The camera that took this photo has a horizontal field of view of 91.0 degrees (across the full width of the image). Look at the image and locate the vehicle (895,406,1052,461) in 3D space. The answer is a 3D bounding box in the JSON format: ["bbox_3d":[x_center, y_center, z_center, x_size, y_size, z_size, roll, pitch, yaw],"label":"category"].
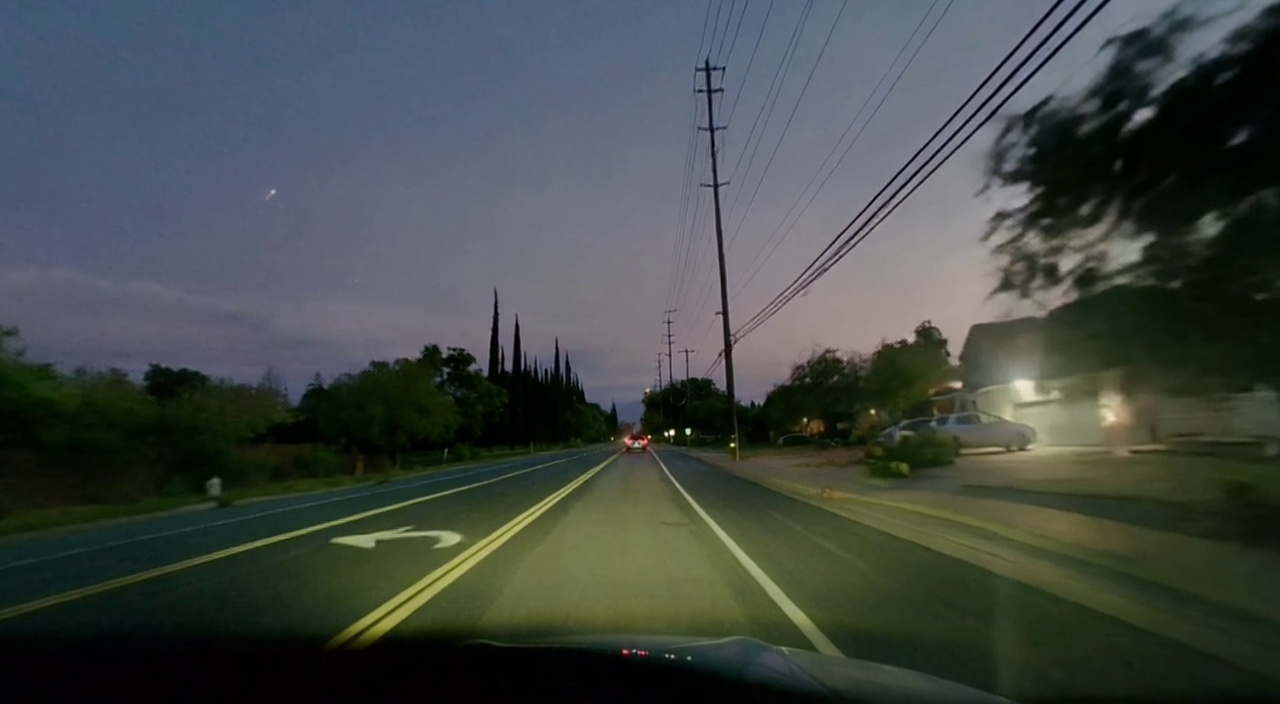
[{"bbox_3d":[12.971,3.218,24.749,4.905,2.056,2.058,0,-8,0],"label":"vehicle"}]

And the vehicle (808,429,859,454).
[{"bbox_3d":[12.176,5.685,39.964,1.846,1.523,4.492,0,-8,1],"label":"vehicle"}]
